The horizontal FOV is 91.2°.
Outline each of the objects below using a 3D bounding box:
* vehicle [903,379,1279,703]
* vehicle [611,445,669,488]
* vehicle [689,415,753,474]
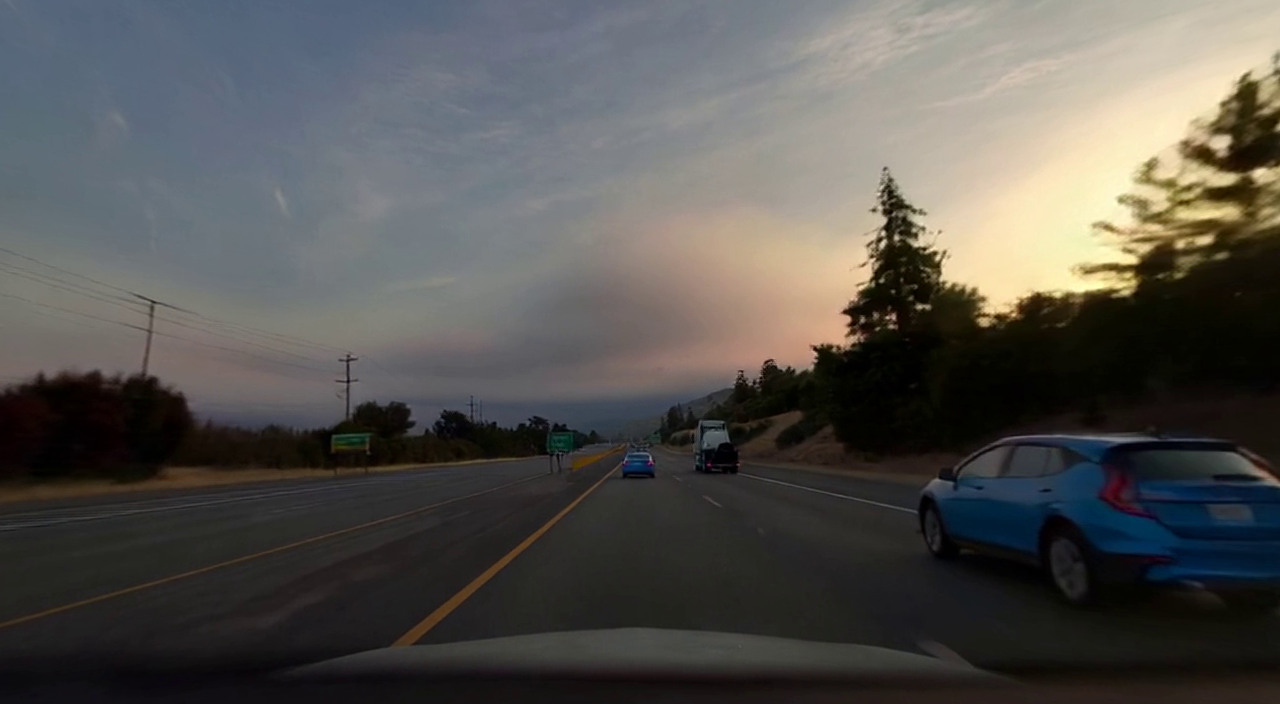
[{"bbox_3d":[3.868,1.184,4.697,1.953,1.540,4.101,0,-9,-1],"label":"vehicle"},{"bbox_3d":[-0.022,4.418,24.485,2.066,1.490,3.759,0,-9,-1],"label":"vehicle"},{"bbox_3d":[4.657,5.575,37.641,2.791,3.201,7.145,-1,-9,0],"label":"vehicle"}]
